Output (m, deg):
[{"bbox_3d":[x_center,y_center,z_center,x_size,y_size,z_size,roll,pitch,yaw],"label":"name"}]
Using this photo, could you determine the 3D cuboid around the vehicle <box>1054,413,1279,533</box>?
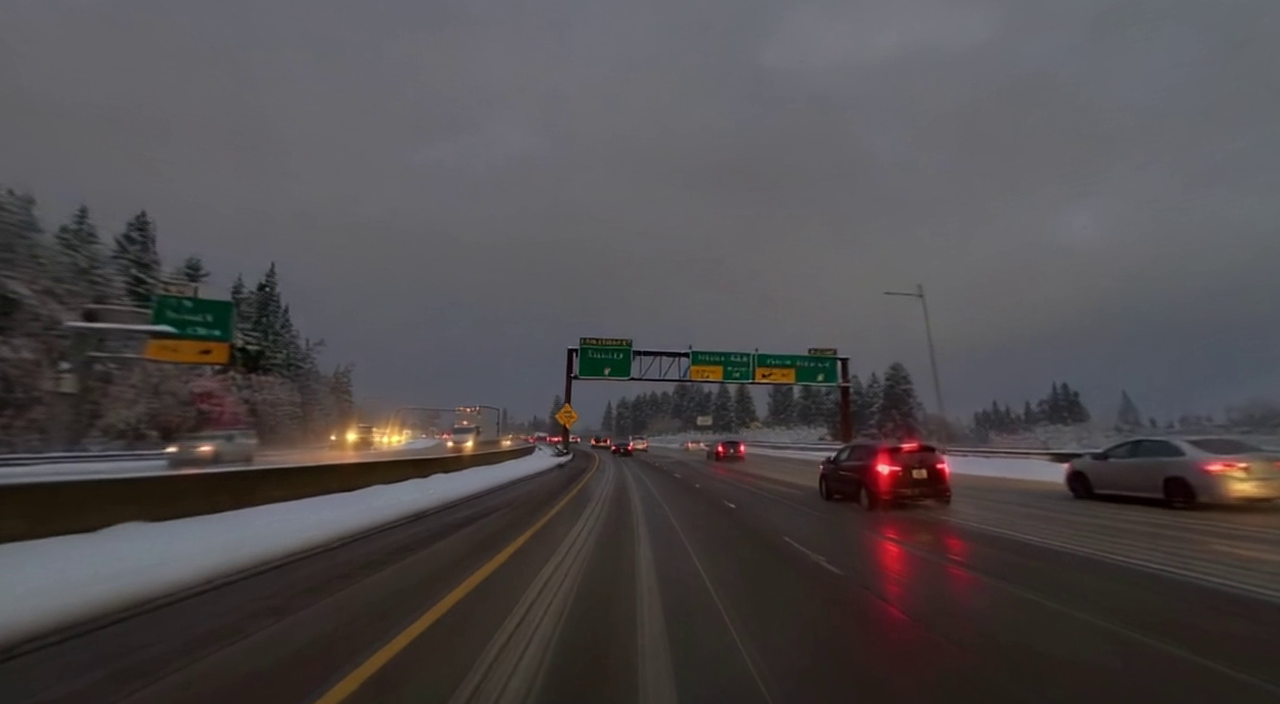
[{"bbox_3d":[9.585,1.934,10.466,2.056,1.609,4.761,0,-9,-2],"label":"vehicle"}]

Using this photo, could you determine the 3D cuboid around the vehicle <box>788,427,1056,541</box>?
[{"bbox_3d":[4.328,2.122,10.826,2.196,1.494,4.735,1,-9,-3],"label":"vehicle"}]

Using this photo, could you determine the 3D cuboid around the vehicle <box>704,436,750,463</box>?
[{"bbox_3d":[5.460,6.190,40.122,2.094,1.652,3.955,1,-9,-5],"label":"vehicle"}]

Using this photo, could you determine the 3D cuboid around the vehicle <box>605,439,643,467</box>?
[{"bbox_3d":[-1.020,6.023,37.746,2.090,1.510,4.280,1,-9,-4],"label":"vehicle"}]

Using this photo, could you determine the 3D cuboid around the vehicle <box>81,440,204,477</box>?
[{"bbox_3d":[-22.936,4.922,29.461,2.035,1.565,5.011,1,-9,-6],"label":"vehicle"}]
